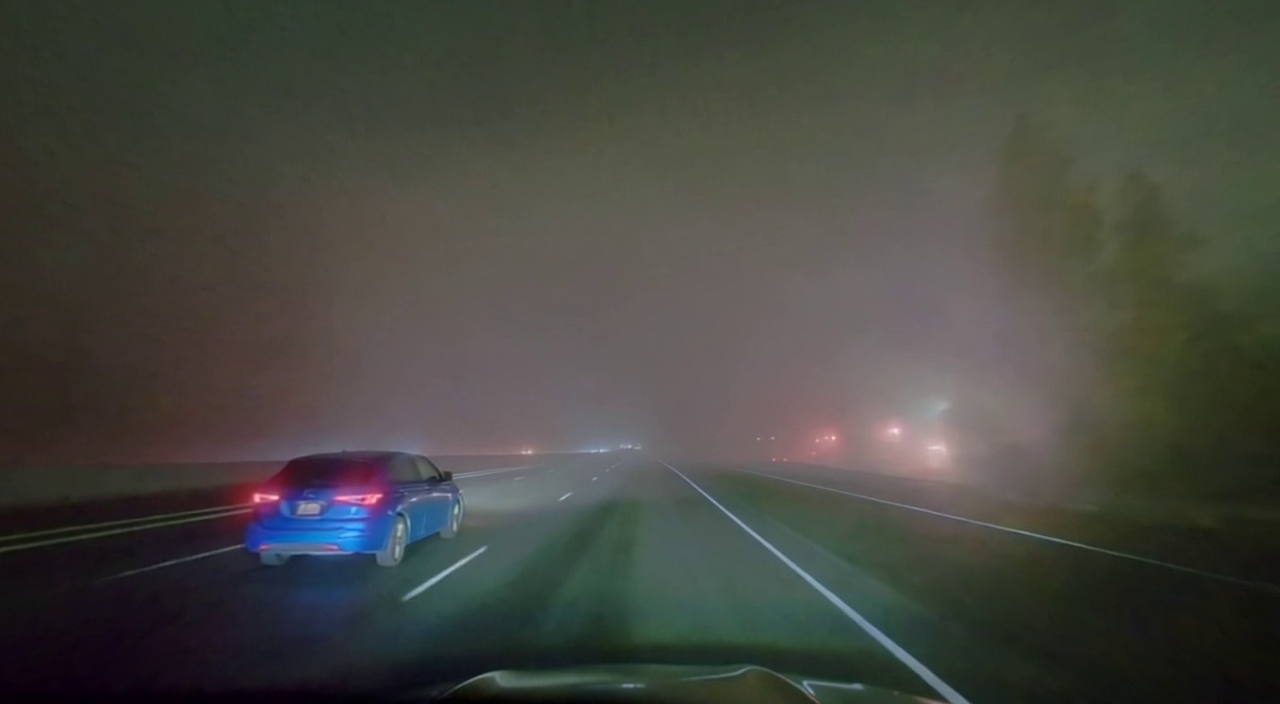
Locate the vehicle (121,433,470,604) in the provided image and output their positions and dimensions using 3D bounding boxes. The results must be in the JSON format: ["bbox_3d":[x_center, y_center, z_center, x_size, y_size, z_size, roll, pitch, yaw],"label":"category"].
[{"bbox_3d":[-3.558,1.758,7.510,1.935,1.479,3.787,0,-9,1],"label":"vehicle"}]
